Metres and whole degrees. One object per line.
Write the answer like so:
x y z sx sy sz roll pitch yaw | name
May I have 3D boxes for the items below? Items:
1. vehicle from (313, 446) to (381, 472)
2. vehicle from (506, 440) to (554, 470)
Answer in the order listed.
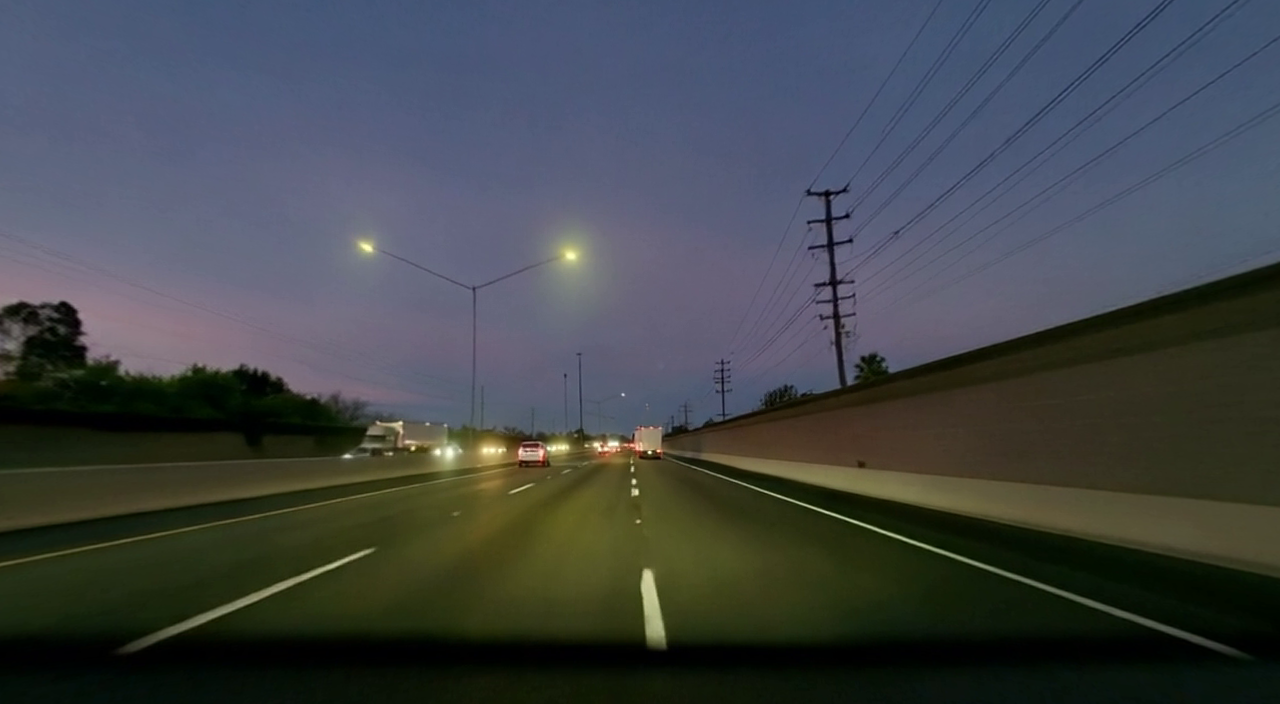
-17.803 6.485 38.528 2.068 1.466 4.469 0 -8 -1 | vehicle
-6.408 6.021 37.103 2.064 1.642 4.389 0 -8 0 | vehicle
